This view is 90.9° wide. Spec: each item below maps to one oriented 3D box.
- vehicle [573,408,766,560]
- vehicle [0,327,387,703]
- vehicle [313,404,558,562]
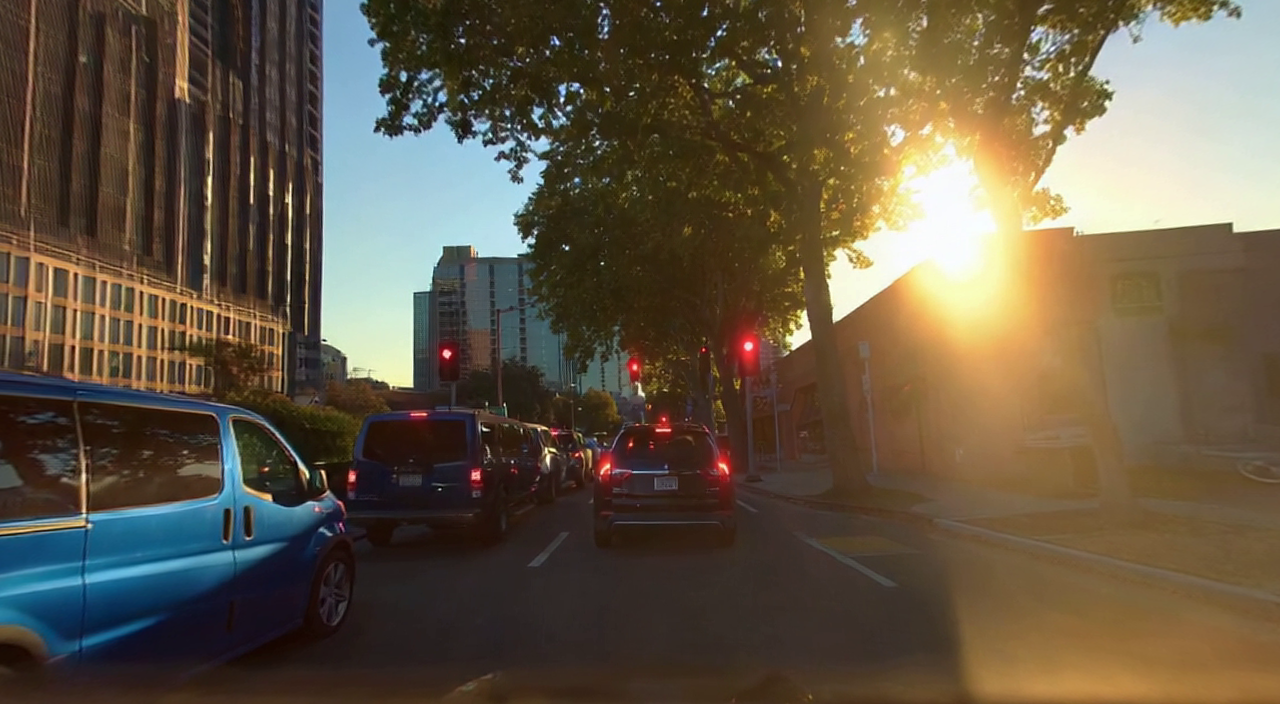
[{"bbox_3d":[0.356,1.808,9.251,2.205,1.727,3.917,0,-8,1],"label":"vehicle"},{"bbox_3d":[-3.177,0.979,3.481,1.940,1.722,3.823,0,-8,0],"label":"vehicle"},{"bbox_3d":[-2.652,1.843,9.598,2.124,1.799,4.587,0,-8,1],"label":"vehicle"}]
